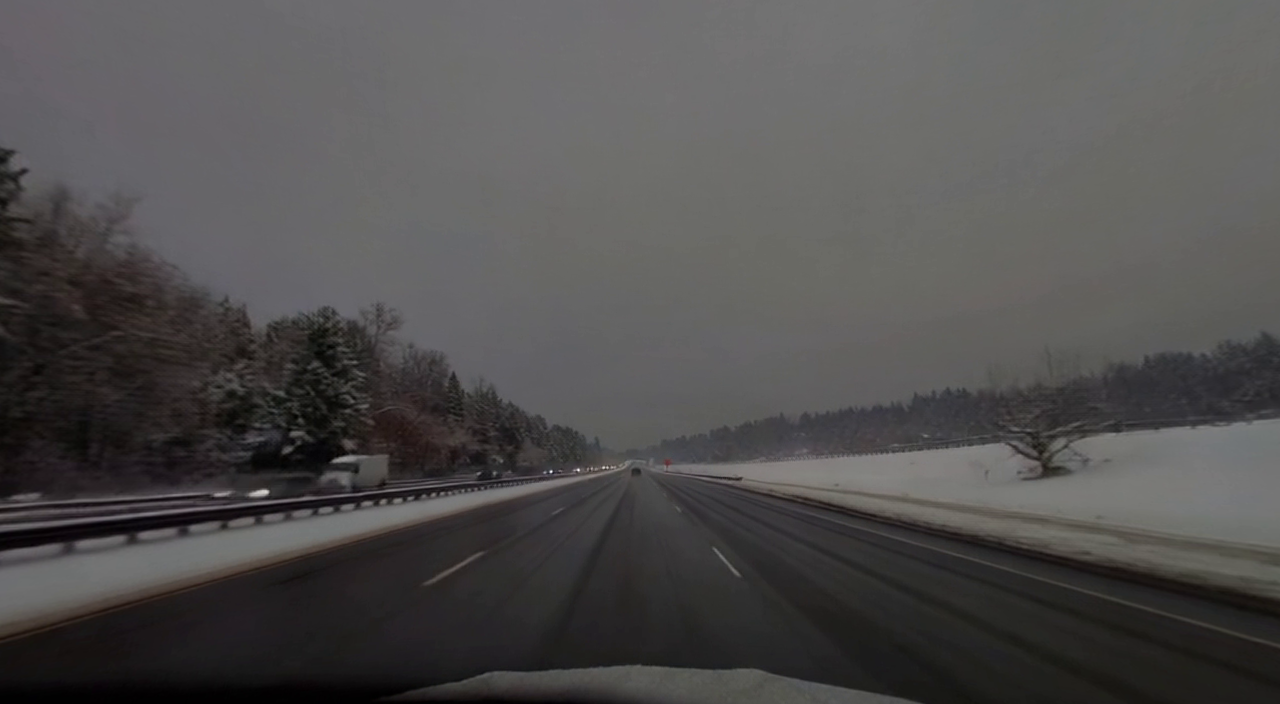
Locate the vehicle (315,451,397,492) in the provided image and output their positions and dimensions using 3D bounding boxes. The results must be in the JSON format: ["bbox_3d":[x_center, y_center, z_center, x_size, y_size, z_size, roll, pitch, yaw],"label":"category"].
[{"bbox_3d":[-17.016,7.218,38.095,2.405,2.219,5.323,1,-11,0],"label":"vehicle"}]

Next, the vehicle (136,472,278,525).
[{"bbox_3d":[-13.265,4.484,19.646,1.654,1.429,3.974,1,-11,-2],"label":"vehicle"}]
